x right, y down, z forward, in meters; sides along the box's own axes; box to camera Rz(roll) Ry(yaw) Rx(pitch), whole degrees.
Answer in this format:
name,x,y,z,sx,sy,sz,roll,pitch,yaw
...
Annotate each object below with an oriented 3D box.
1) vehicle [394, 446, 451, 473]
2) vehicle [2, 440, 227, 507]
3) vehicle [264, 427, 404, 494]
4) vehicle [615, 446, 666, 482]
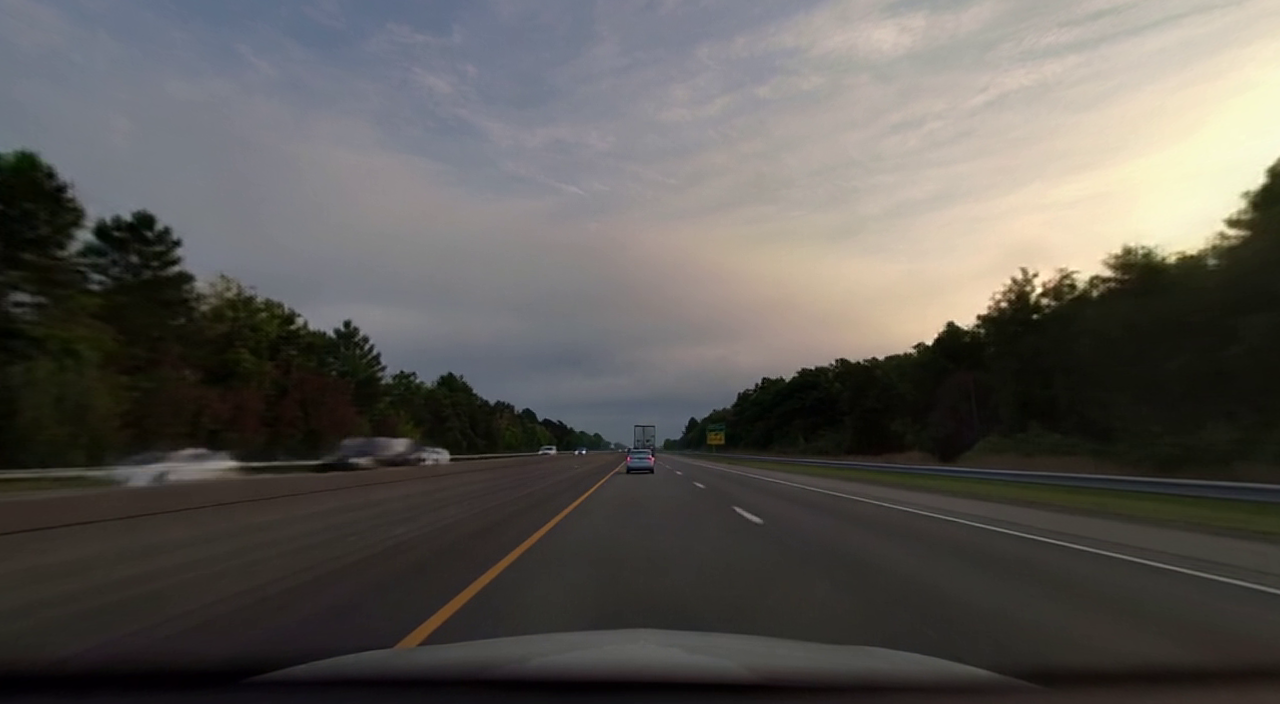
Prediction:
name,x,y,z,sx,sy,sz,roll,pitch,yaw
vehicle,-12.917,6.378,37.683,1.876,1.472,4.338,0,-9,0
vehicle,-12.897,2.986,15.957,1.866,1.439,4.436,0,-9,0
vehicle,-9.062,3.252,19.166,2.002,1.777,4.357,0,-9,0
vehicle,-0.009,5.017,28.532,2.114,1.523,4.012,0,-9,-1
